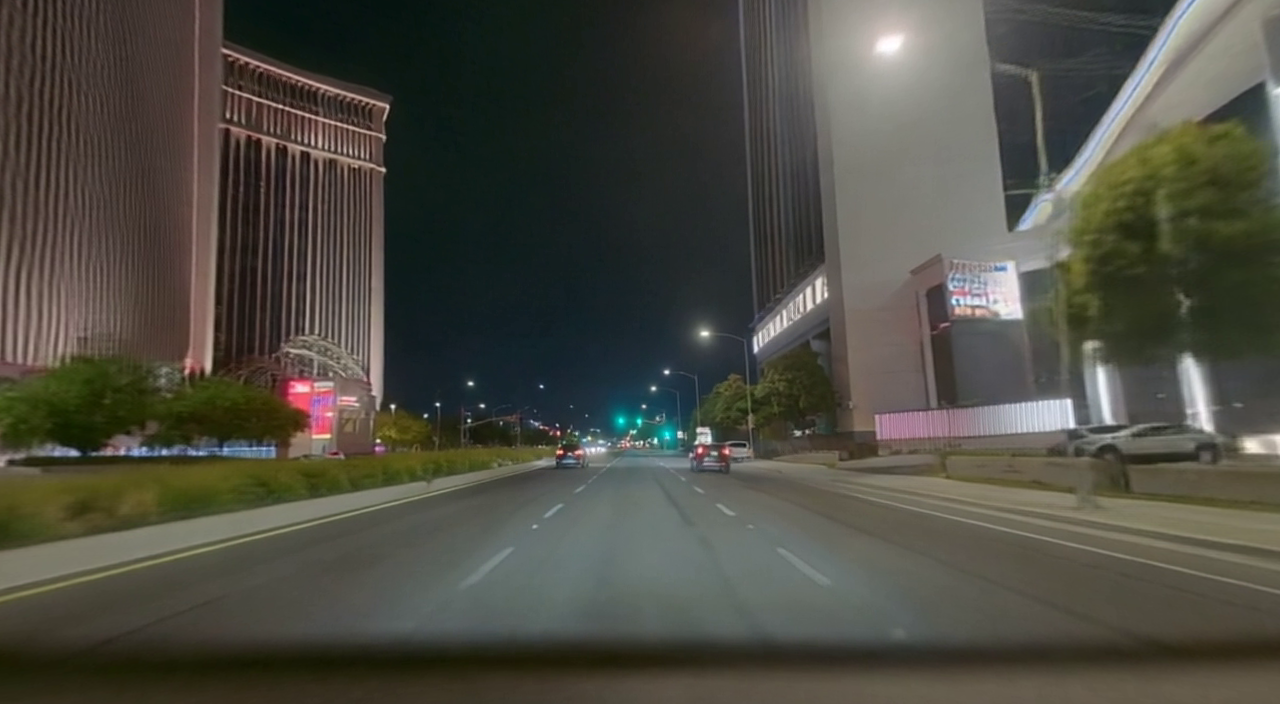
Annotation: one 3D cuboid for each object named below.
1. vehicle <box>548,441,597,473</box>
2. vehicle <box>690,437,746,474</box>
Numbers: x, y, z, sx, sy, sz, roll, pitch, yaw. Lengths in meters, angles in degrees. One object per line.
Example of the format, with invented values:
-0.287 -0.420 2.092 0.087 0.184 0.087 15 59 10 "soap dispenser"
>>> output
-3.302 5.174 31.390 2.005 1.477 4.169 0 -8 0 "vehicle"
3.833 5.168 31.650 2.083 1.743 4.354 0 -8 -2 "vehicle"
